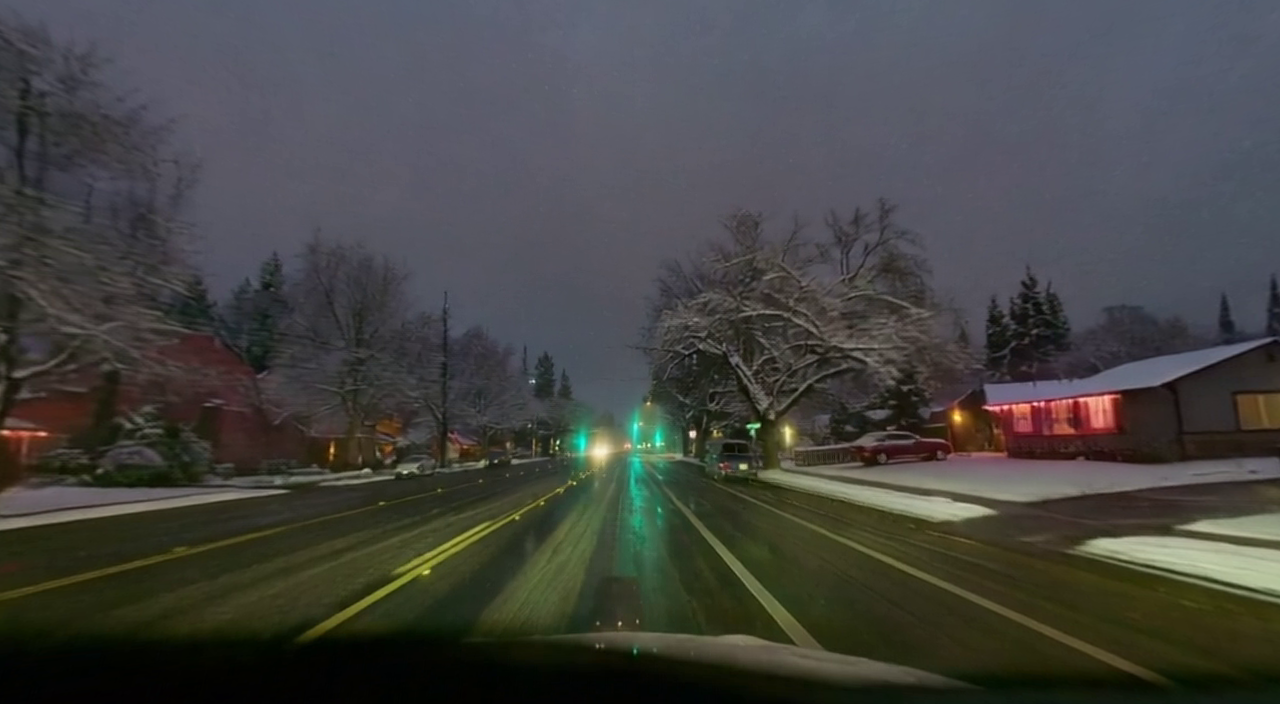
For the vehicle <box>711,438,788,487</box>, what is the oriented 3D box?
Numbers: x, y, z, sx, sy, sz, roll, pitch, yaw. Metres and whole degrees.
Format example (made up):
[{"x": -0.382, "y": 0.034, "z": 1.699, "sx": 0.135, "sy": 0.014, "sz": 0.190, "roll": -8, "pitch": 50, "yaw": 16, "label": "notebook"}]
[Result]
[{"x": 4.047, "y": 4.161, "z": 24.212, "sx": 2.045, "sy": 1.677, "sz": 4.509, "roll": 0, "pitch": -8, "yaw": -1, "label": "vehicle"}]

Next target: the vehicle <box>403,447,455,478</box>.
[{"x": -13.537, "y": 7.067, "z": 40.815, "sx": 1.970, "sy": 1.677, "sz": 4.270, "roll": -1, "pitch": -7, "yaw": 0, "label": "vehicle"}]

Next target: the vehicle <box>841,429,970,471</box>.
[{"x": 11.806, "y": 4.374, "z": 28.341, "sx": 4.860, "sy": 1.772, "sz": 2.007, "roll": 0, "pitch": -8, "yaw": -3, "label": "vehicle"}]
